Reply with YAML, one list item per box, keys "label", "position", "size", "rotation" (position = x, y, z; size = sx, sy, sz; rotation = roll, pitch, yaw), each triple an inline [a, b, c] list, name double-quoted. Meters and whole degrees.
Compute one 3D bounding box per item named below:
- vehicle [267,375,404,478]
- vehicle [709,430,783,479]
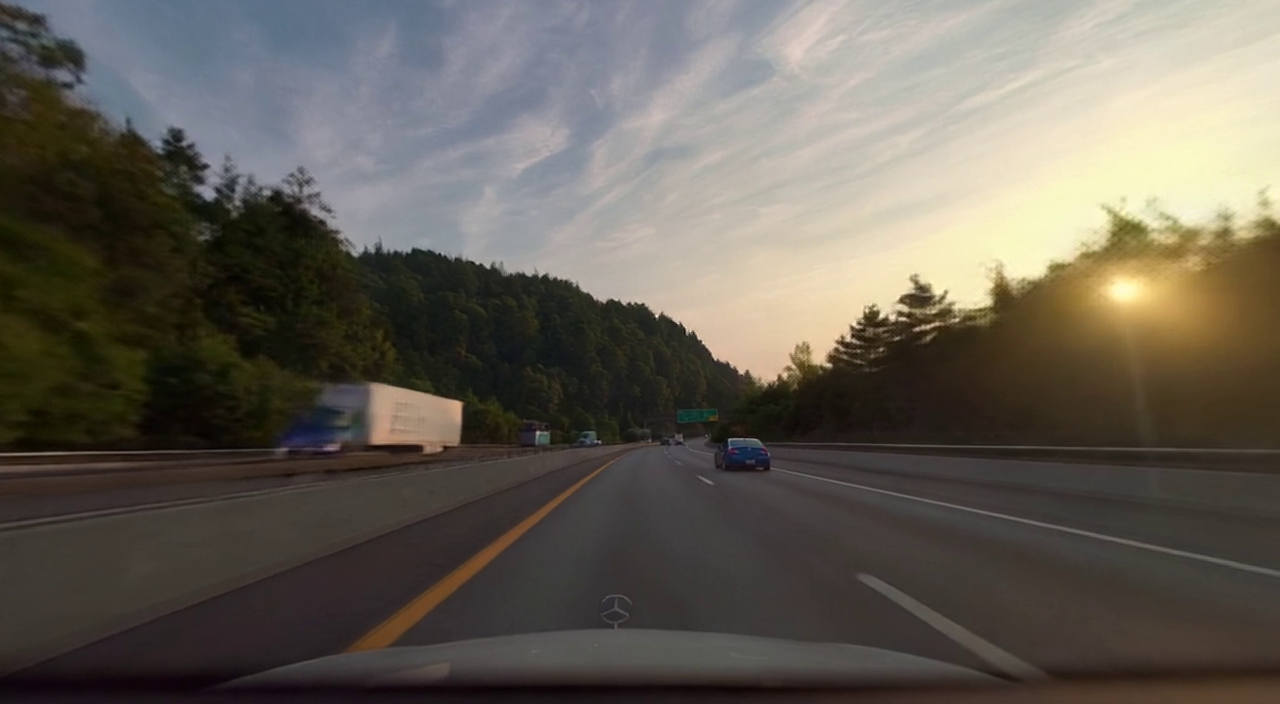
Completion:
- label: "vehicle"
  position: [-12.937, 3.303, 27.409]
  size: [3.022, 3.959, 5.729]
  rotation: [0, -8, 0]
- label: "vehicle"
  position: [3.919, 3.867, 24.063]
  size: [2.022, 1.663, 4.245]
  rotation: [0, -8, -1]
